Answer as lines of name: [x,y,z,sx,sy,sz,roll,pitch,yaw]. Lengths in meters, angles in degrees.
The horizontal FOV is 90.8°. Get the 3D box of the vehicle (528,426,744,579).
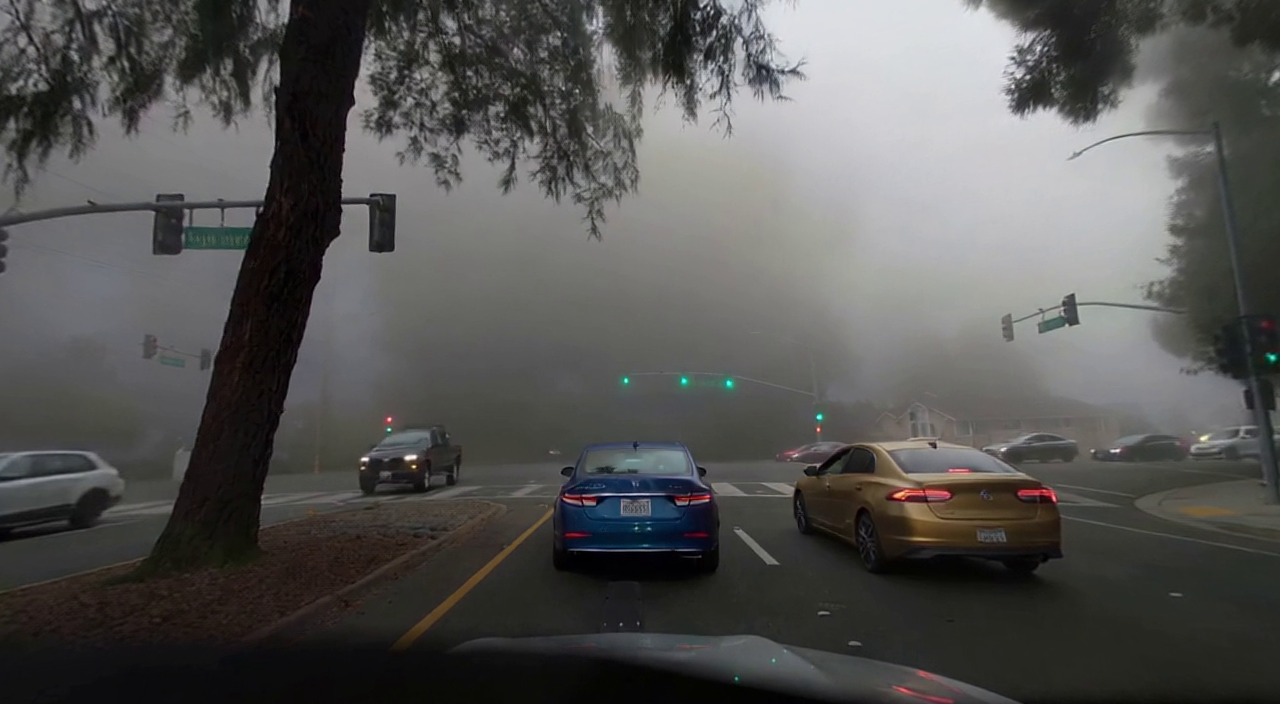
vehicle: [-0.053,1.779,8.273,2.103,1.478,4.073,0,-8,-1]

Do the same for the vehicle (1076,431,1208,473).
vehicle: [23.985,4.782,30.307,4.520,1.762,2.005,-1,-8,-1]

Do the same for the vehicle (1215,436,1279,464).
vehicle: [33.763,5.192,33.632,4.489,1.432,1.790,0,-9,0]

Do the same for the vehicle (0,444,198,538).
vehicle: [-11.491,2.562,12.212,2.102,1.531,5.072,0,-8,2]

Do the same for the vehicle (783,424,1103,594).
vehicle: [3.181,1.714,7.766,1.913,1.505,4.097,0,-8,0]

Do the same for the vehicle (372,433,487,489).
vehicle: [-7.476,3.932,23.148,2.383,1.779,4.973,0,-8,1]
